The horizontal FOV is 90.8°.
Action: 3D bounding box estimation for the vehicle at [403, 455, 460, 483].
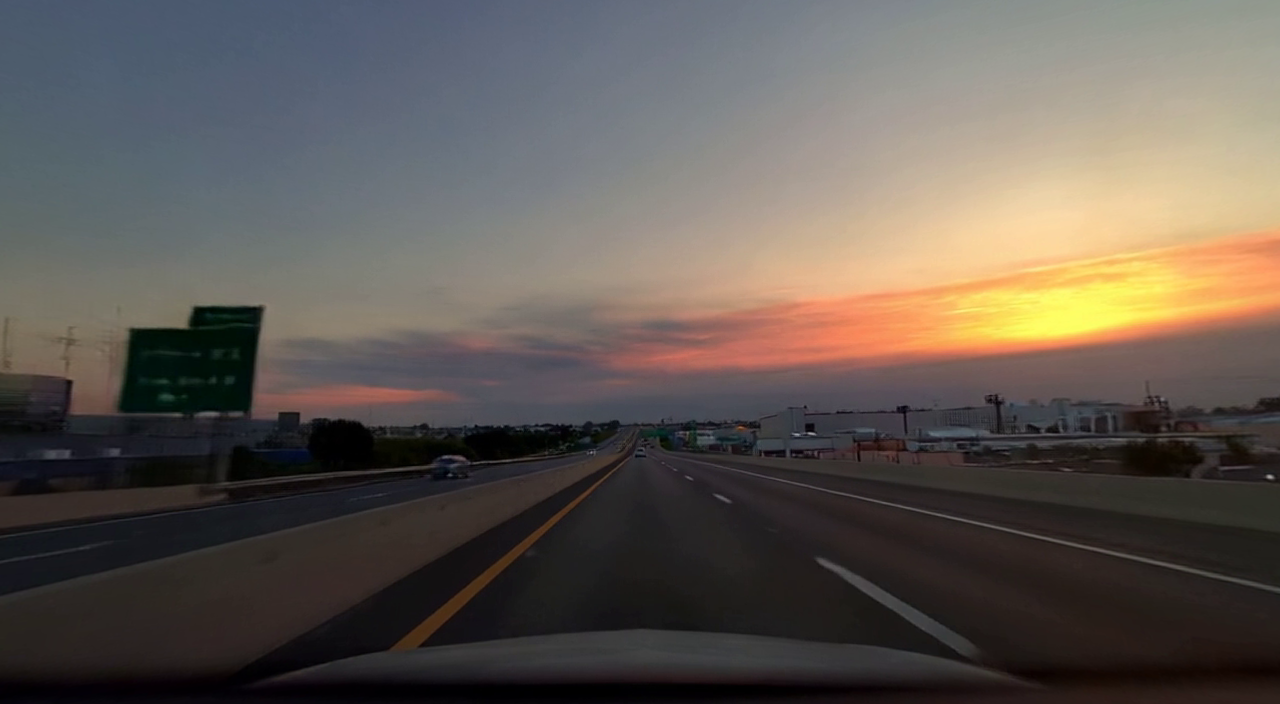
[{"bbox_3d":[-11.699,6.576,35.645,1.871,1.469,3.687,0,-9,1],"label":"vehicle"}]
